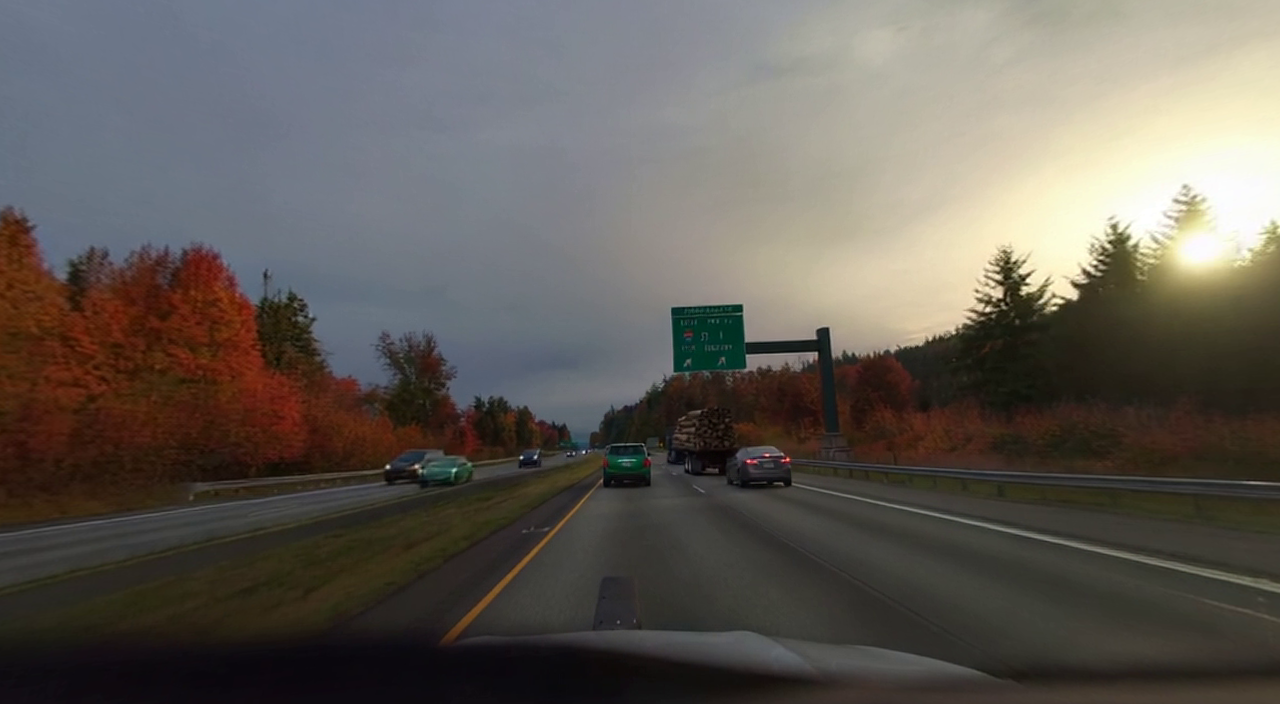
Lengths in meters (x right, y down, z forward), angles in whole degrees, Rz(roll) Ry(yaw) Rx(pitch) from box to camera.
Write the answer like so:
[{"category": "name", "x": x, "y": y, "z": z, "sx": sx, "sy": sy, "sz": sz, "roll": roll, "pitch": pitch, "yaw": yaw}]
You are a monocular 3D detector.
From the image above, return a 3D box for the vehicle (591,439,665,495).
[{"category": "vehicle", "x": -0.397, "y": 3.842, "z": 21.262, "sx": 2.263, "sy": 1.699, "sz": 3.936, "roll": 0, "pitch": -9, "yaw": -1}]

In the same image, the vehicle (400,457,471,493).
[{"category": "vehicle", "x": -9.514, "y": 5.728, "z": 29.525, "sx": 1.859, "sy": 1.489, "sz": 4.299, "roll": -1, "pitch": -9, "yaw": 0}]

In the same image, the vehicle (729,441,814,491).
[{"category": "vehicle", "x": 4.772, "y": 4.192, "z": 23.461, "sx": 2.057, "sy": 1.660, "sz": 4.525, "roll": 0, "pitch": -9, "yaw": -2}]

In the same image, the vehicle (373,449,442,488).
[{"category": "vehicle", "x": -13.379, "y": 6.691, "z": 36.400, "sx": 2.215, "sy": 2.079, "sz": 4.694, "roll": 0, "pitch": -9, "yaw": 0}]

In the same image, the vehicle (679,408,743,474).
[{"category": "vehicle", "x": 4.514, "y": 5.947, "z": 41.835, "sx": 3.125, "sy": 3.895, "sz": 8.461, "roll": 0, "pitch": -9, "yaw": -1}]
